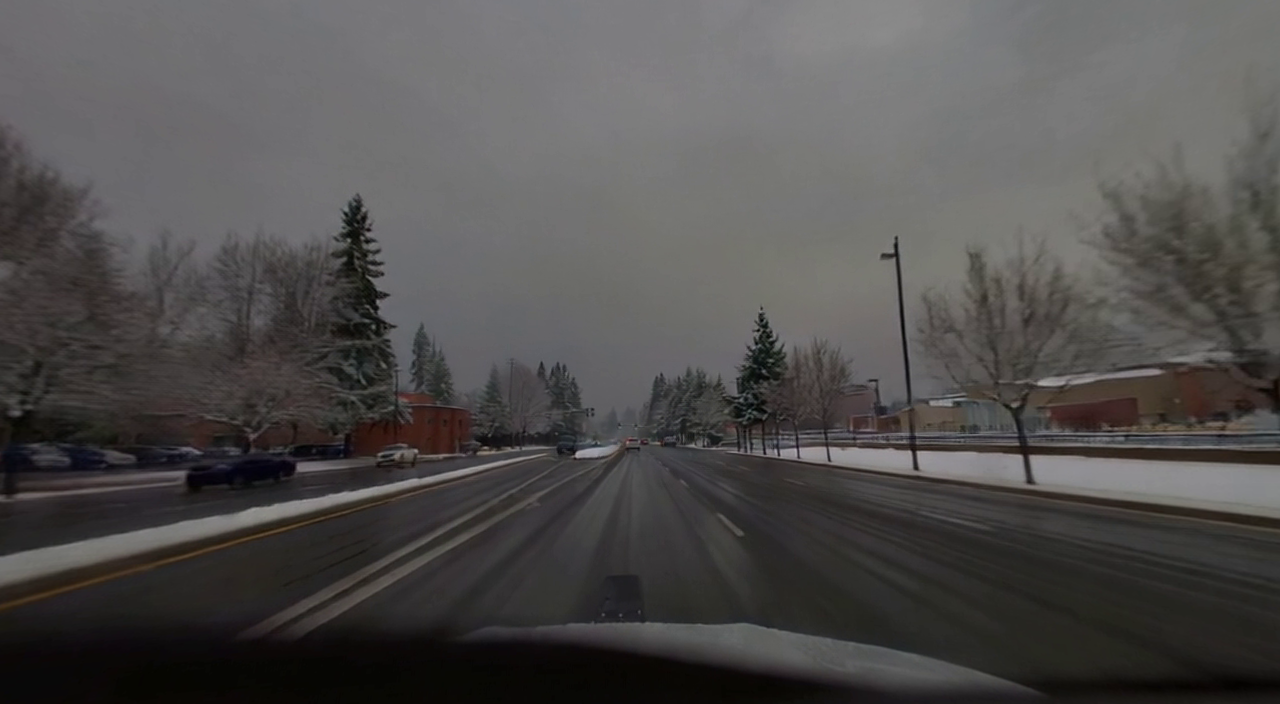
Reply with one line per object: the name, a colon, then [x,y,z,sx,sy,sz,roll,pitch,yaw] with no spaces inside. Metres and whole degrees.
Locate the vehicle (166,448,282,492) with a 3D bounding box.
vehicle: [-17.542,4.965,26.980,1.977,1.664,4.562,0,-8,-3]

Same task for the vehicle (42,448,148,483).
vehicle: [-31.009,6.422,36.149,2.126,1.801,4.563,0,-8,-3]

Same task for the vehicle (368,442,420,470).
vehicle: [-18.704,7.925,48.293,2.178,1.947,5.078,-1,-8,-2]
